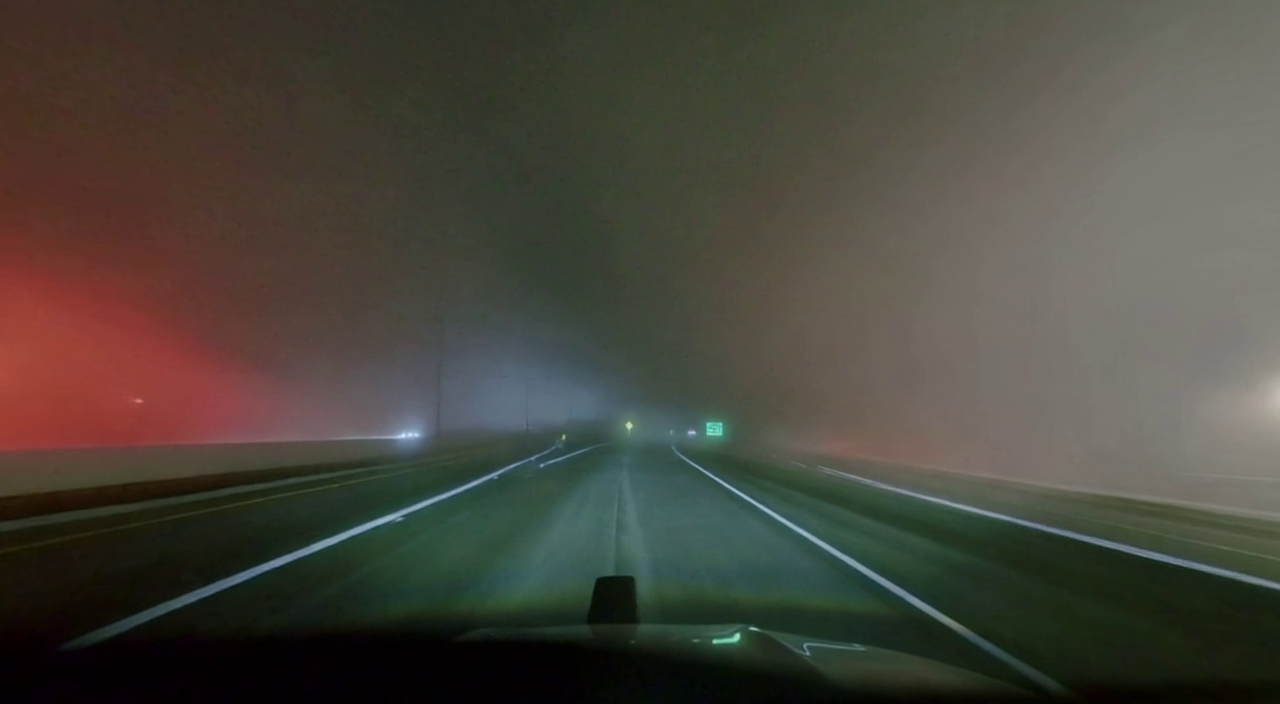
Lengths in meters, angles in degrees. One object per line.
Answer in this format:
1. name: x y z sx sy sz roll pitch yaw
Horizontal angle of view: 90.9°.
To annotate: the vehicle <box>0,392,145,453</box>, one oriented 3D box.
1. vehicle: -35.969 4.576 40.092 2.830 3.469 8.267 1 -8 -6
